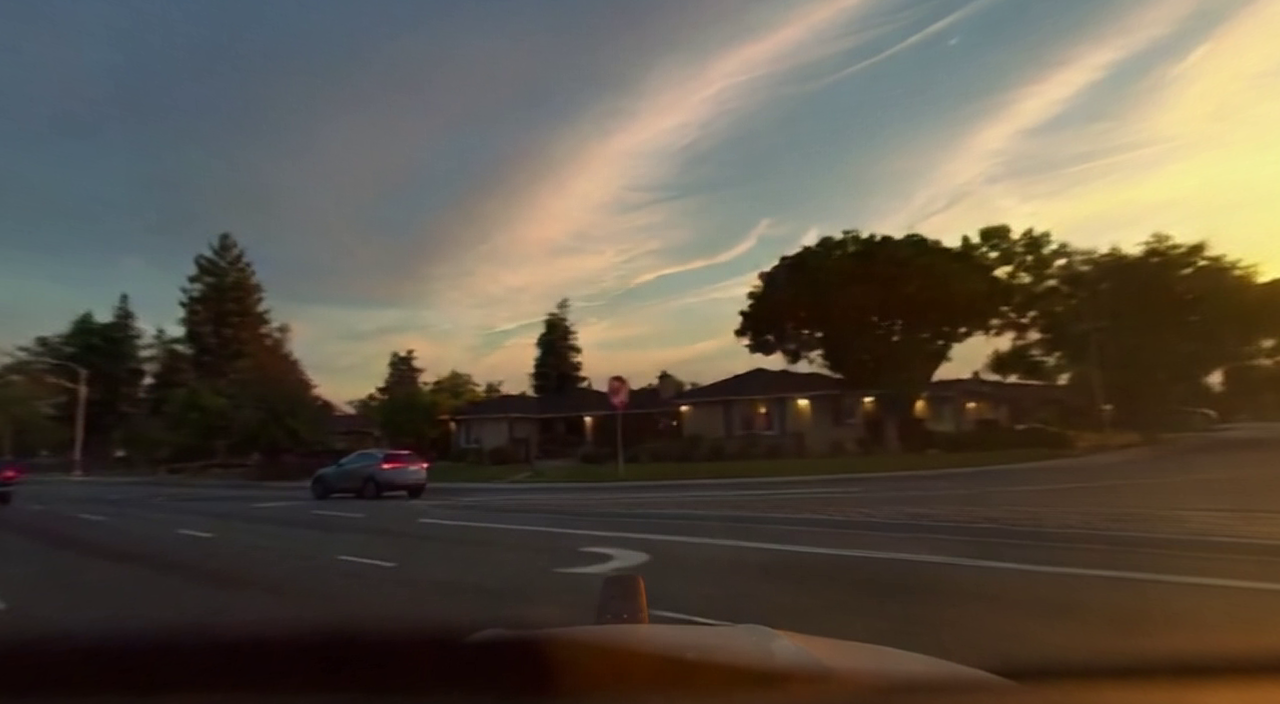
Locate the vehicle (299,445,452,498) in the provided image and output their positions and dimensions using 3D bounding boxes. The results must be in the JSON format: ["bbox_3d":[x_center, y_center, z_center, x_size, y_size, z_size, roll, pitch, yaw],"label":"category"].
[{"bbox_3d":[-9.734,4.354,23.285,4.995,1.798,2.102,-3,-9,18],"label":"vehicle"}]

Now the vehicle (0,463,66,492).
[{"bbox_3d":[-35.703,7.224,36.492,4.882,1.460,1.933,-5,-9,27],"label":"vehicle"}]
